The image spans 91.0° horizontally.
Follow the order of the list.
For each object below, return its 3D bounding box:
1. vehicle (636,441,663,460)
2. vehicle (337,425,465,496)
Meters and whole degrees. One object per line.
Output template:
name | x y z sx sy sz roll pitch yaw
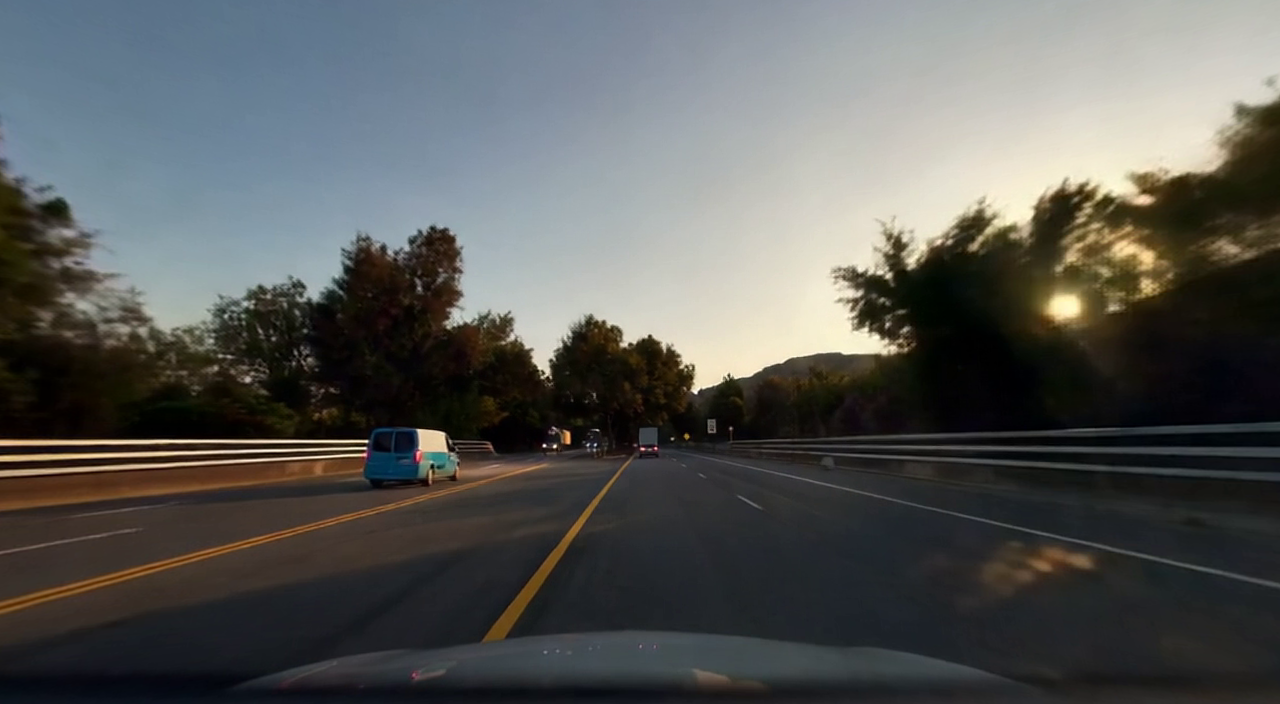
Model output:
vehicle | 0.734 7.709 49.343 2.061 1.469 3.782 0 -8 1
vehicle | -7.087 3.256 19.239 2.068 1.897 4.372 0 -8 1
